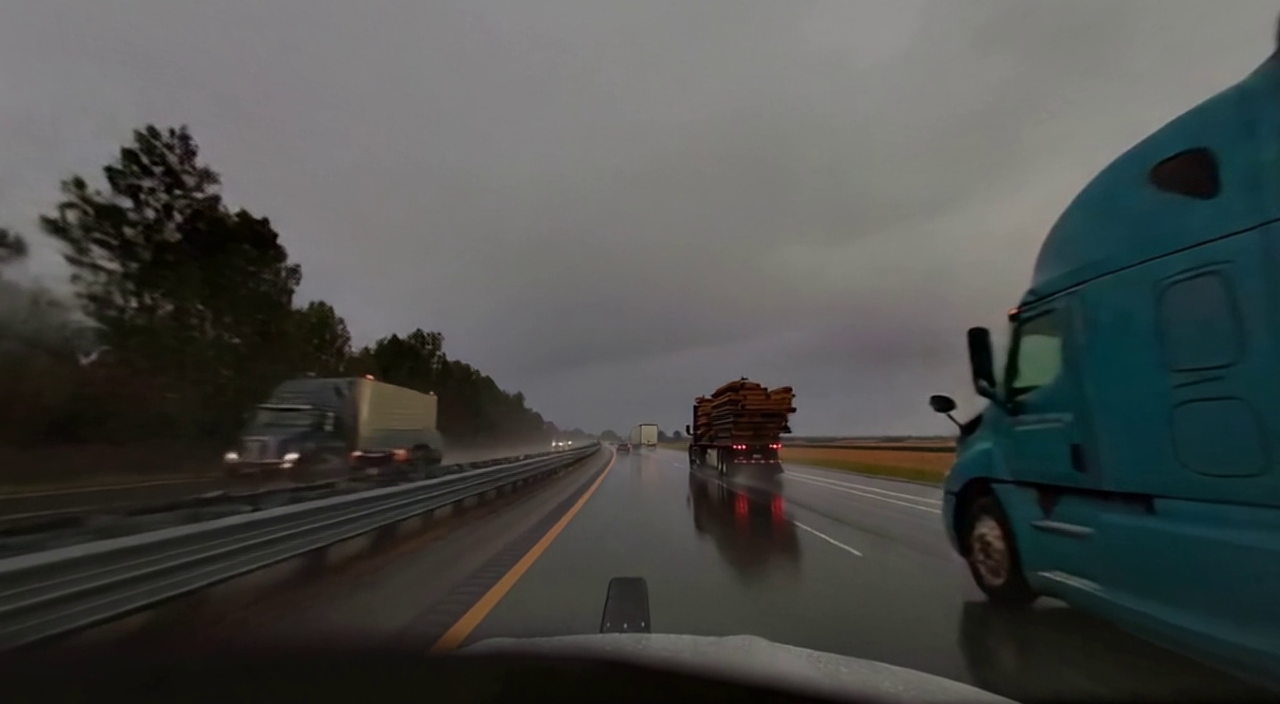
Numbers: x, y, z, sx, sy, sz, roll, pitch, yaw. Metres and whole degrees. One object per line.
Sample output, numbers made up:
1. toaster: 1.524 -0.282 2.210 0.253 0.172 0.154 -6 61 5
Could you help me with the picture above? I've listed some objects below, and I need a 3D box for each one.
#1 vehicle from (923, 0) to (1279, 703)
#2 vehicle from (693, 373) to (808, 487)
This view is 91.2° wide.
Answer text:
1. vehicle: 4.759 -0.080 3.780 3.062 3.891 6.234 0 -8 0
2. vehicle: 4.638 3.894 30.874 3.023 4.054 16.882 0 -8 1
